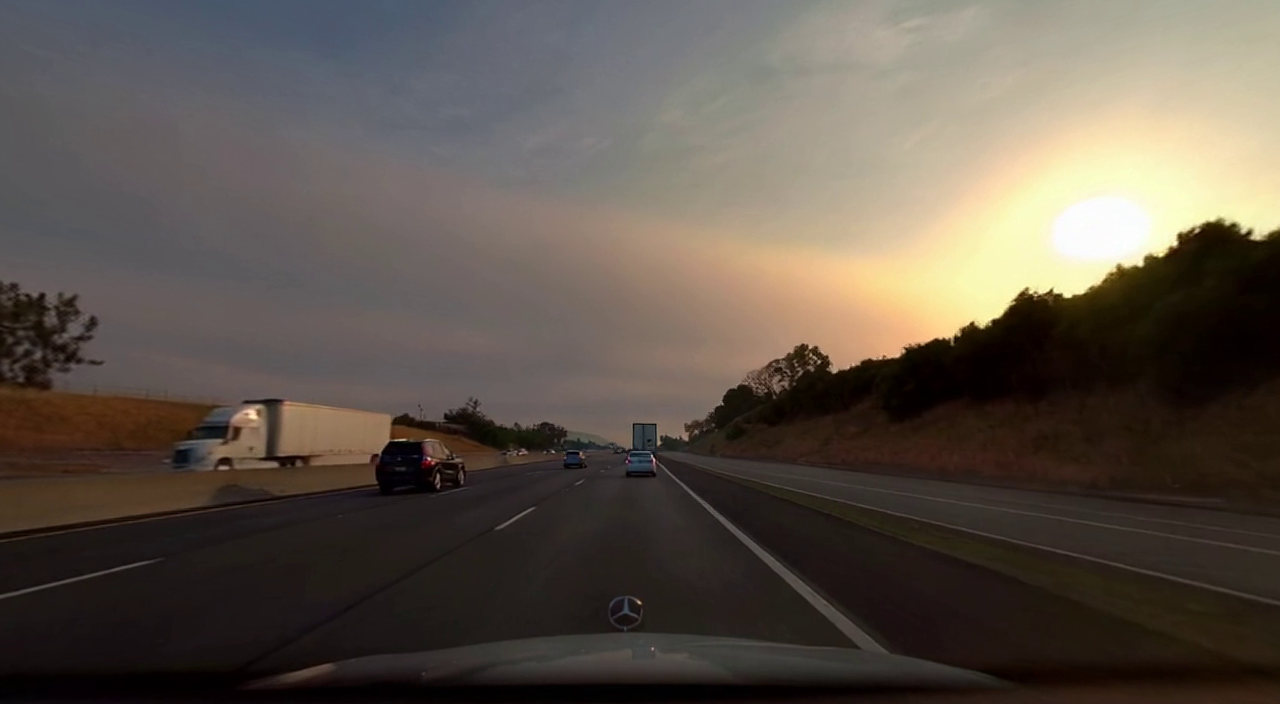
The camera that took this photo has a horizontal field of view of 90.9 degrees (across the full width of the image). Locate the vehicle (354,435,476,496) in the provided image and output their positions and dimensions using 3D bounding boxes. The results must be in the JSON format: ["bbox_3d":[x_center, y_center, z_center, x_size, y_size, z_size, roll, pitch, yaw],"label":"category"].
[{"bbox_3d":[-7.742,3.980,22.462,2.316,1.875,5.337,0,-9,1],"label":"vehicle"}]

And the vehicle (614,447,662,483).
[{"bbox_3d":[-0.095,4.997,28.073,1.991,1.507,3.391,0,-9,0],"label":"vehicle"}]

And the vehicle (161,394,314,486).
[{"bbox_3d":[-19.090,4.308,30.521,3.032,3.951,6.367,0,-9,0],"label":"vehicle"}]

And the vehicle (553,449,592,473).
[{"bbox_3d":[-4.426,7.191,41.842,2.018,1.504,4.431,0,-9,1],"label":"vehicle"}]
